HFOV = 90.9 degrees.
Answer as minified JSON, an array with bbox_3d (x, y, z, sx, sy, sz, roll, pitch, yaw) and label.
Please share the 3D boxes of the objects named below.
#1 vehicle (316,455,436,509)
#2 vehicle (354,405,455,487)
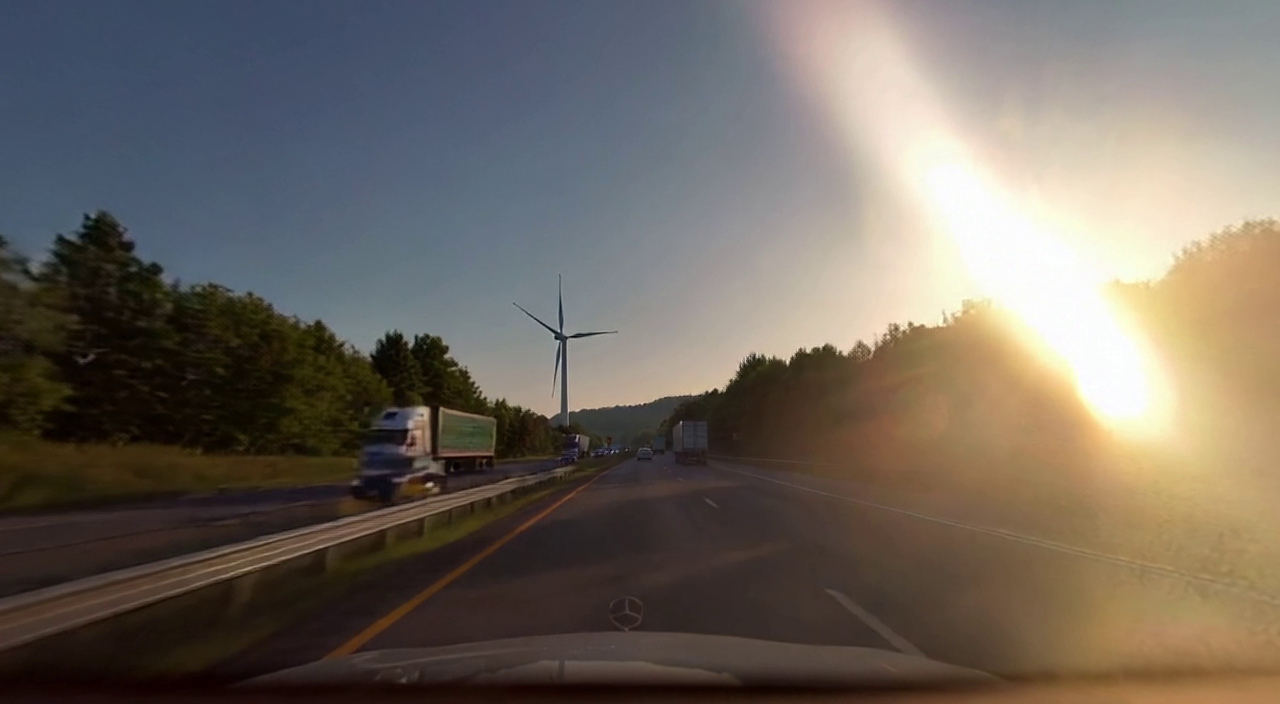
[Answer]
[{"bbox_3d":[-8.401,4.138,20.568,2.015,1.523,4.279,0,-9,1],"label":"vehicle"},{"bbox_3d":[-12.492,5.091,34.092,3.016,3.985,5.905,0,-9,0],"label":"vehicle"}]
